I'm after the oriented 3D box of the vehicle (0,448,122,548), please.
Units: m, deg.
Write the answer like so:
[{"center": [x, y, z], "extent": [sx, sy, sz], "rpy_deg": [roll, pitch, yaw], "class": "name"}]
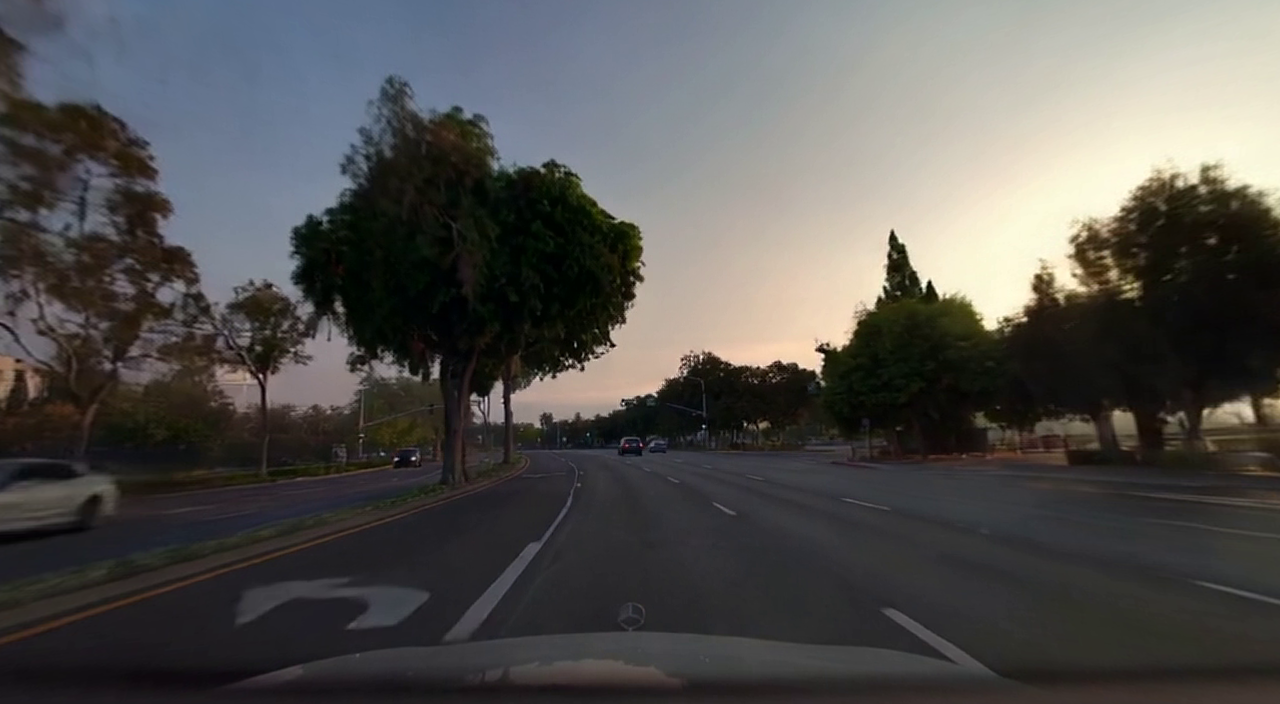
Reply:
[{"center": [-13.059, 2.885, 12.362], "extent": [2.124, 1.844, 4.520], "rpy_deg": [-3, -8, -3], "class": "vehicle"}]
